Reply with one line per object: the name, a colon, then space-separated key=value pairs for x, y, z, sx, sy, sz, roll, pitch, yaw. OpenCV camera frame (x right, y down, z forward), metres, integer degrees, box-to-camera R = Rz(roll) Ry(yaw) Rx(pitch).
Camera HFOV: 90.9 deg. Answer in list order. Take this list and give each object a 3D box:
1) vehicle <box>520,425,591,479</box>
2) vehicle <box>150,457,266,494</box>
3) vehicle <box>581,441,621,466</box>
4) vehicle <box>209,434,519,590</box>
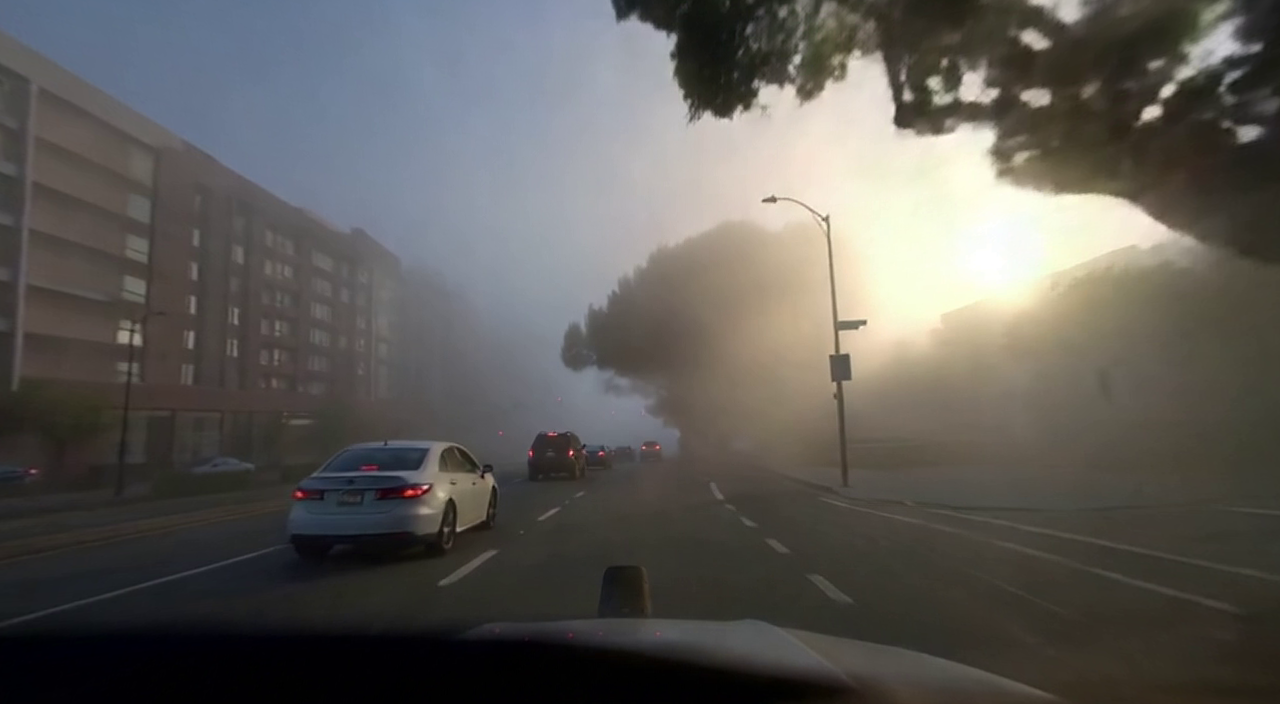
vehicle: x=-3.296 y=4.050 z=25.661 sx=2.152 sy=1.987 sz=4.527 roll=-1 pitch=-9 yaw=1
vehicle: x=-19.618 y=5.615 z=28.948 sx=1.878 sy=1.472 sz=4.736 roll=-1 pitch=-9 yaw=1
vehicle: x=-2.456 y=6.542 z=40.801 sx=2.246 sy=1.481 sz=4.146 roll=-1 pitch=-9 yaw=1
vehicle: x=-2.962 y=1.804 z=8.005 sx=1.959 sy=1.406 sz=4.272 roll=0 pitch=-9 yaw=1
